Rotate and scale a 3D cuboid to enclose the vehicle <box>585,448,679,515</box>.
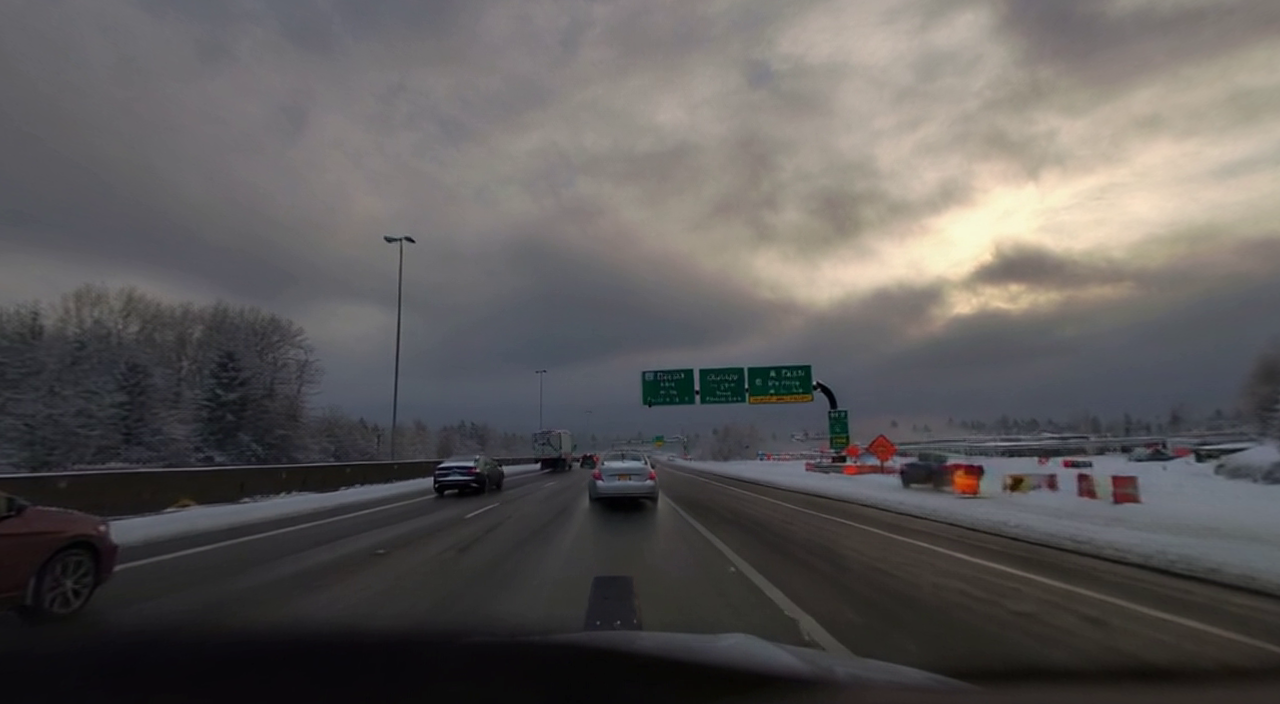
[{"bbox_3d":[-0.230,3.135,15.685,2.080,1.451,3.512,0,-9,-2],"label":"vehicle"}]

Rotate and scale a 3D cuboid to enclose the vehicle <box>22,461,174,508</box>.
[{"bbox_3d":[-18.894,4.597,22.204,1.815,1.416,4.035,0,-9,-2],"label":"vehicle"}]

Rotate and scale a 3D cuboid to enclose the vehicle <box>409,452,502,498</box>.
[{"bbox_3d":[-6.337,4.254,22.117,2.063,1.417,4.000,0,-9,-1],"label":"vehicle"}]

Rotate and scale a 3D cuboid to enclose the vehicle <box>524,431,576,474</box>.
[{"bbox_3d":[-5.925,6.759,42.270,2.326,2.645,6.249,-1,-9,2],"label":"vehicle"}]

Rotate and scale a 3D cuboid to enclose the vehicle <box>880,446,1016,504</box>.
[{"bbox_3d":[8.654,3.460,18.093,1.871,1.460,3.754,0,-9,-3],"label":"vehicle"}]
